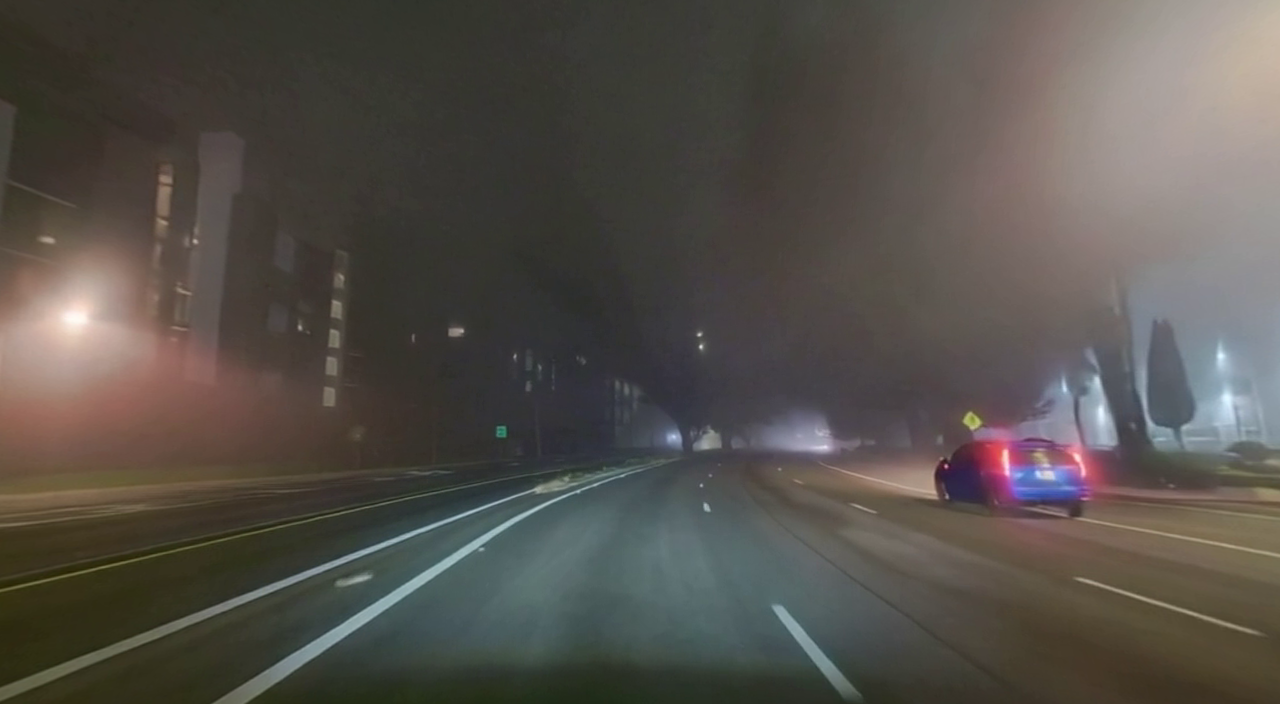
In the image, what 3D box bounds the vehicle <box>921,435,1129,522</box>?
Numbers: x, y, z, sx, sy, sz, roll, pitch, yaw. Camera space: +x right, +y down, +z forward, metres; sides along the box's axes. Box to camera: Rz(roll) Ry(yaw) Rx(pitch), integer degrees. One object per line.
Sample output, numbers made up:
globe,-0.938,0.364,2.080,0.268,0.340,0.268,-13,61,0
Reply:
vehicle,7.487,2.469,12.801,1.908,1.476,3.880,-1,-9,3
